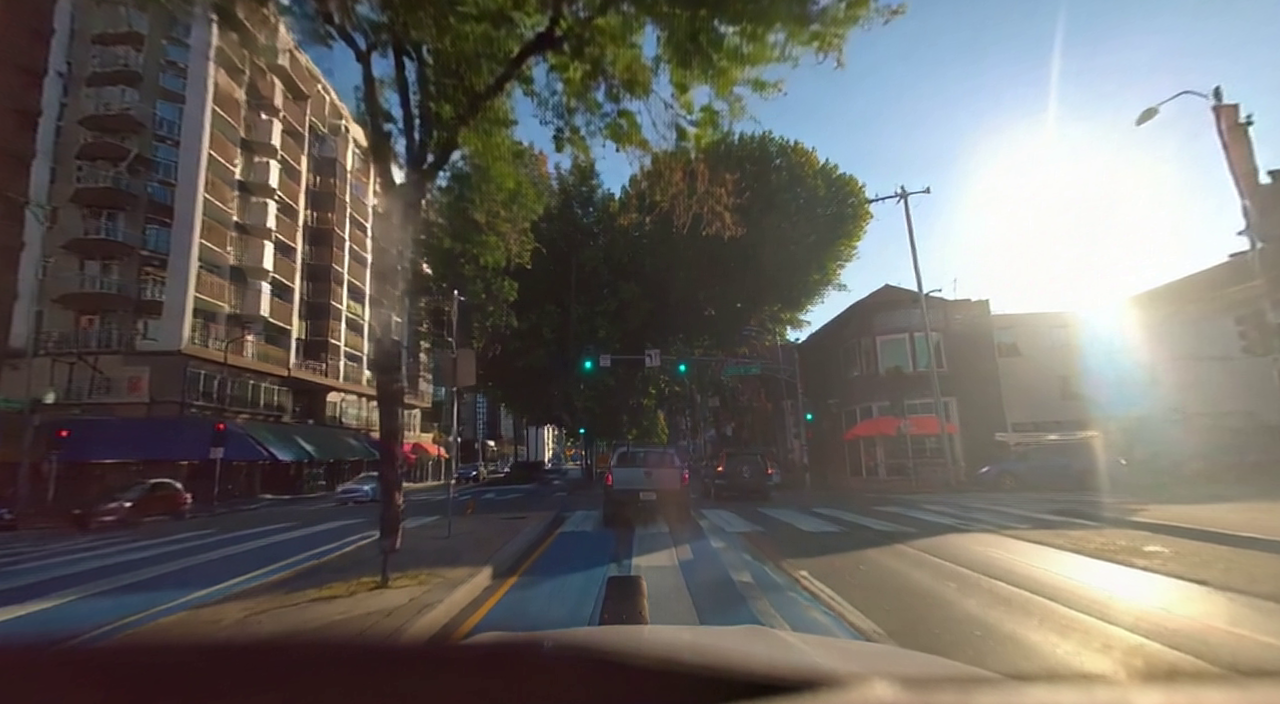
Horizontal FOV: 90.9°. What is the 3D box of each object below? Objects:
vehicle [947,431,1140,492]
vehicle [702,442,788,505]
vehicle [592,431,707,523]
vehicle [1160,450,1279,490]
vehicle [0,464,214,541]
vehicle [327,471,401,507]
[{"bbox_3d":[14.031,3.855,22.272,5.156,2.005,2.122,-1,-9,6],"label":"vehicle"},{"bbox_3d":[3.220,3.793,20.149,1.939,1.746,4.091,0,-9,-2],"label":"vehicle"},{"bbox_3d":[0.154,2.734,14.313,2.209,1.748,4.130,0,-9,-1],"label":"vehicle"},{"bbox_3d":[23.071,4.582,24.679,3.919,1.446,1.721,0,-9,-2],"label":"vehicle"},{"bbox_3d":[-17.330,4.838,21.065,2.185,1.998,5.820,0,-9,-1],"label":"vehicle"},{"bbox_3d":[-14.165,7.045,32.689,1.856,1.521,4.309,0,-9,0],"label":"vehicle"}]
